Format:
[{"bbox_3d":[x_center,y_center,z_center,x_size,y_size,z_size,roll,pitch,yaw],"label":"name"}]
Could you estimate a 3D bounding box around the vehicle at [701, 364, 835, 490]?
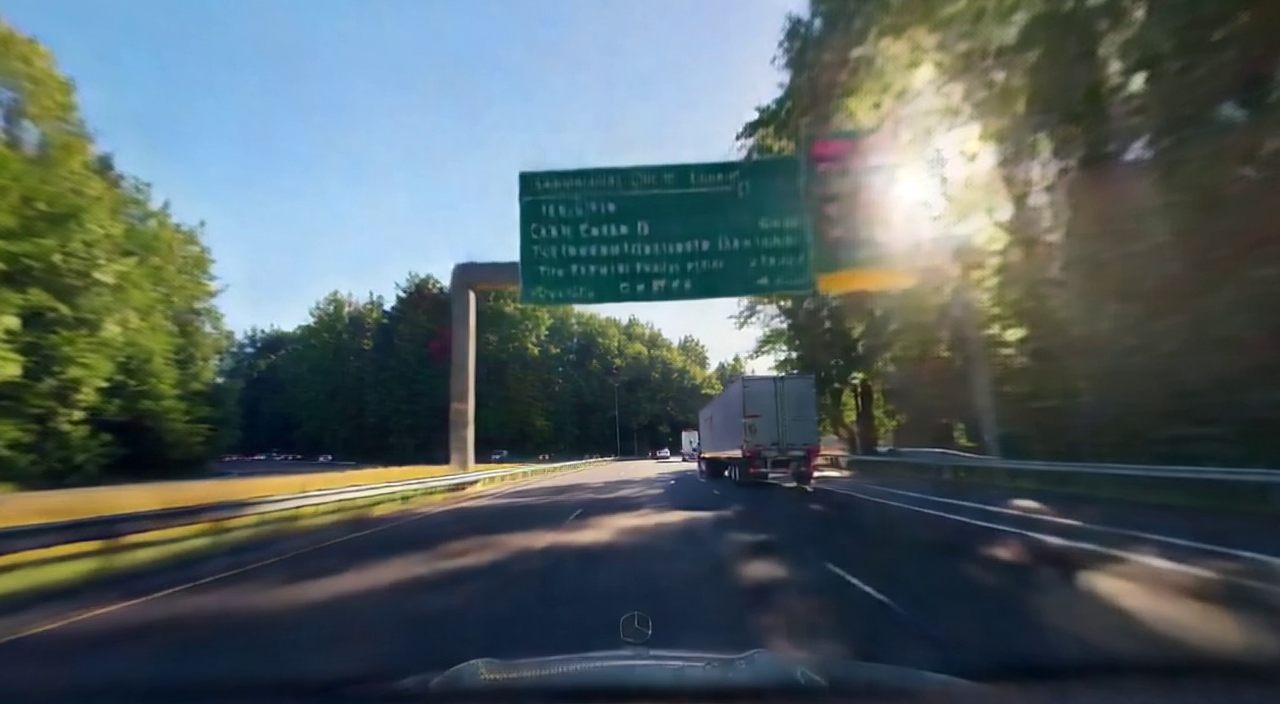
[{"bbox_3d":[4.723,3.440,26.980,2.859,3.984,14.045,0,-9,0],"label":"vehicle"}]
